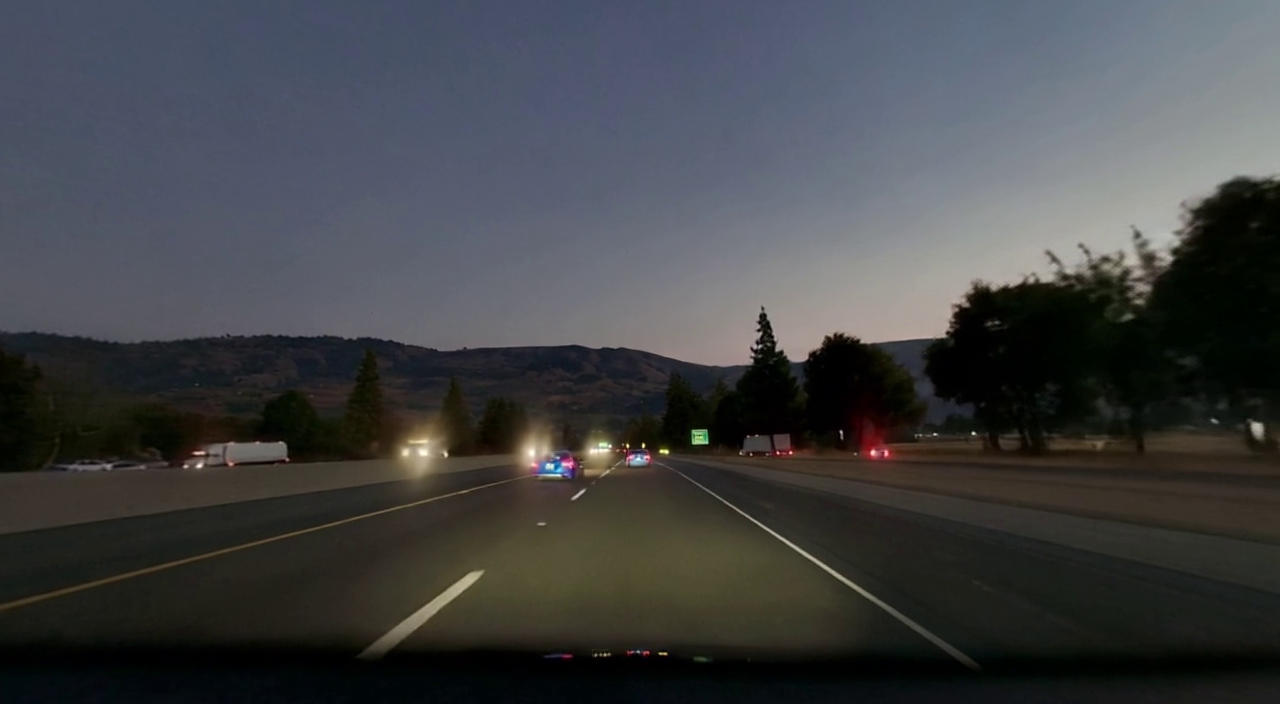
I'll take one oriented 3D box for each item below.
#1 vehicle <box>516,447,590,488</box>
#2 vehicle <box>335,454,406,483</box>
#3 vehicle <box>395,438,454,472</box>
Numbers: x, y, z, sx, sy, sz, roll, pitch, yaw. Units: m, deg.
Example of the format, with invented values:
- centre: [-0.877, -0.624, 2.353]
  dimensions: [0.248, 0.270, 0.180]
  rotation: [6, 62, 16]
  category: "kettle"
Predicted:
- centre: [-3.294, 4.488, 24.914]
  dimensions: [2.170, 1.451, 4.584]
  rotation: [0, -9, 2]
  category: "vehicle"
- centre: [-14.313, 6.198, 33.791]
  dimensions: [1.907, 1.417, 4.284]
  rotation: [0, -9, 0]
  category: "vehicle"
- centre: [-16.850, 8.091, 49.875]
  dimensions: [2.222, 2.428, 6.706]
  rotation: [0, -9, 0]
  category: "vehicle"
